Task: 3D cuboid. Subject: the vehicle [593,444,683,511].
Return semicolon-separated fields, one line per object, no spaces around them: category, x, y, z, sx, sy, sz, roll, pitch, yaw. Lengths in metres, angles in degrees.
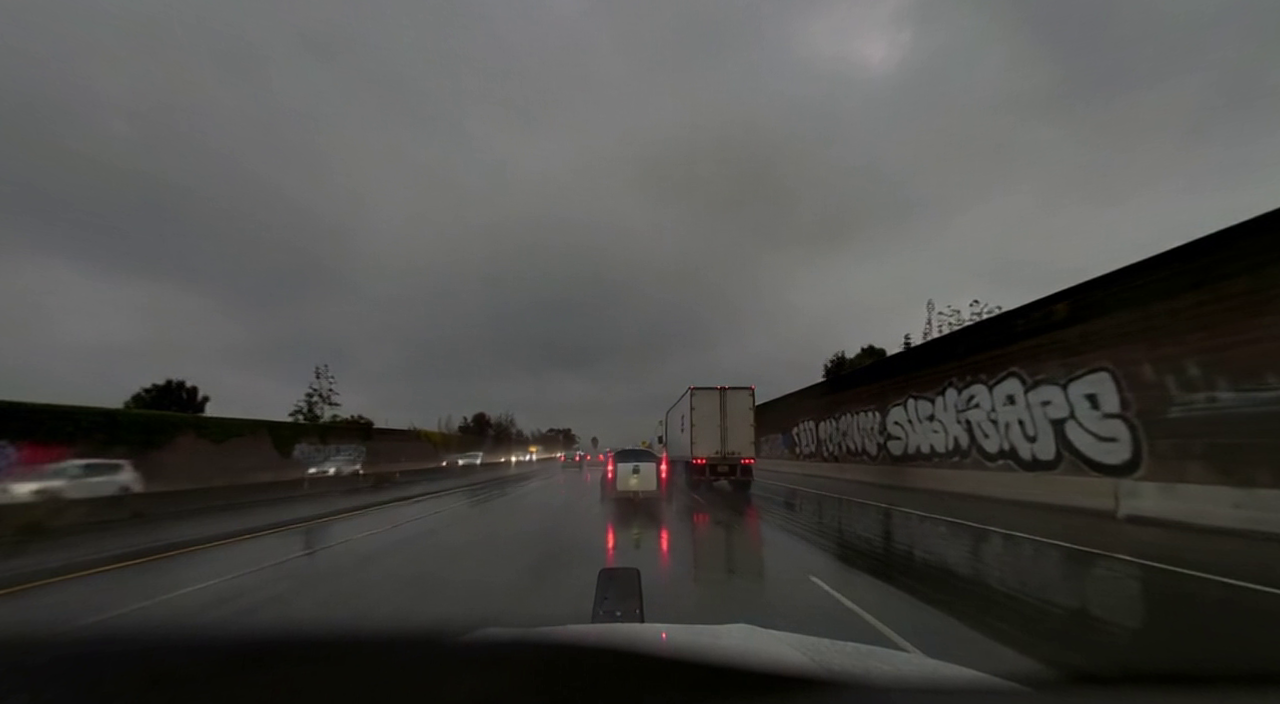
vehicle;-0.092;3.169;16.351;2.033;1.468;4.015;0;-9;-1

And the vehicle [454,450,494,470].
vehicle;-12.915;8.400;49.203;1.927;1.477;4.508;-1;-9;0

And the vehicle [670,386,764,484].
vehicle;3.505;4.523;33.243;2.902;4.014;14.446;0;-9;-1

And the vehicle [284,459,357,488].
vehicle;-17.880;6.811;35.465;1.738;1.426;4.342;-1;-9;2

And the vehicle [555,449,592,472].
vehicle;-4.464;7.337;42.780;2.067;1.481;4.085;-1;-9;1
